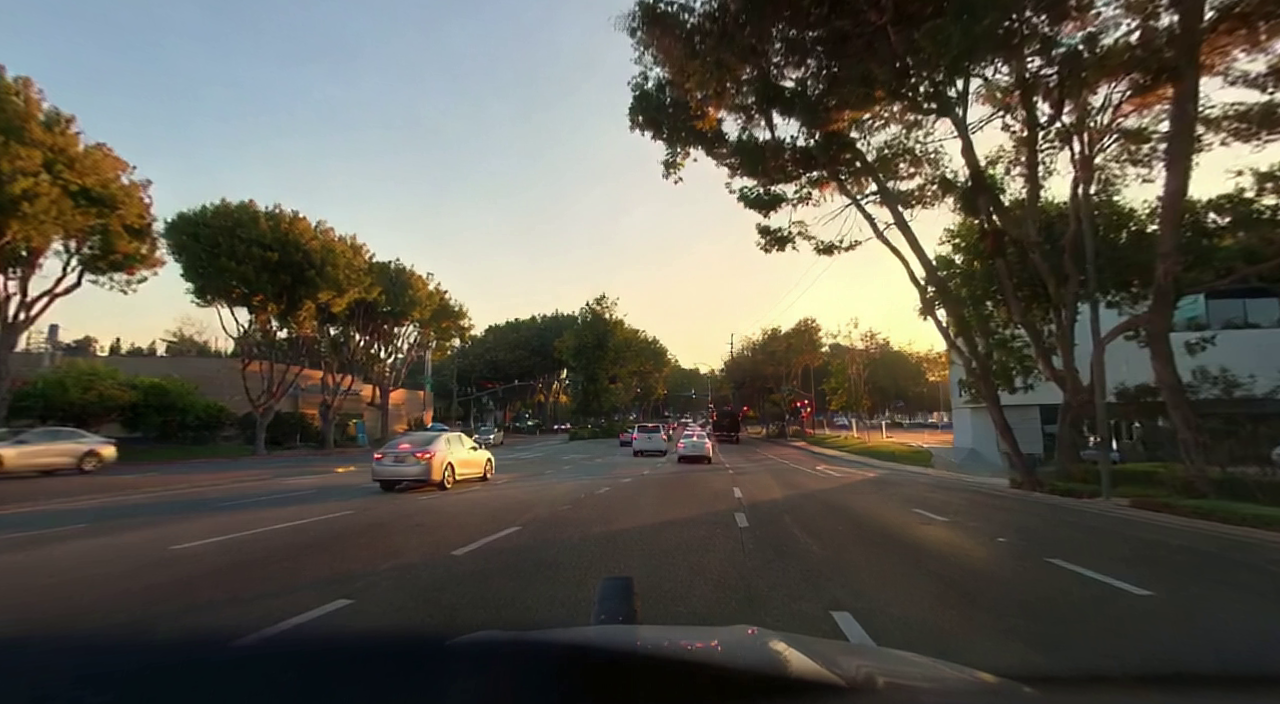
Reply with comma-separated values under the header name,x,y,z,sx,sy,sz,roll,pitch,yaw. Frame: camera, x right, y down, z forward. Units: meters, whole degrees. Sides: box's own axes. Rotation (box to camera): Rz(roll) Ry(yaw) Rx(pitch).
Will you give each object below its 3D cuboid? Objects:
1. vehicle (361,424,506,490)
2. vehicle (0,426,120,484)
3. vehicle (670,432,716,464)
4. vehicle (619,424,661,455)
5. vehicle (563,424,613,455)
name,x,y,z,sx,sy,sz,roll,pitch,yaw
vehicle,-5.299,2.765,16.865,2.010,1.515,4.152,-1,-9,8
vehicle,-20.162,3.346,20.636,1.969,1.738,4.539,-1,-9,7
vehicle,2.790,4.917,32.372,2.109,1.500,4.585,-1,-9,8
vehicle,0.053,5.646,40.476,2.188,1.892,4.488,-1,-9,6
vehicle,-3.050,5.366,38.375,2.078,1.787,5.006,-1,-9,6
